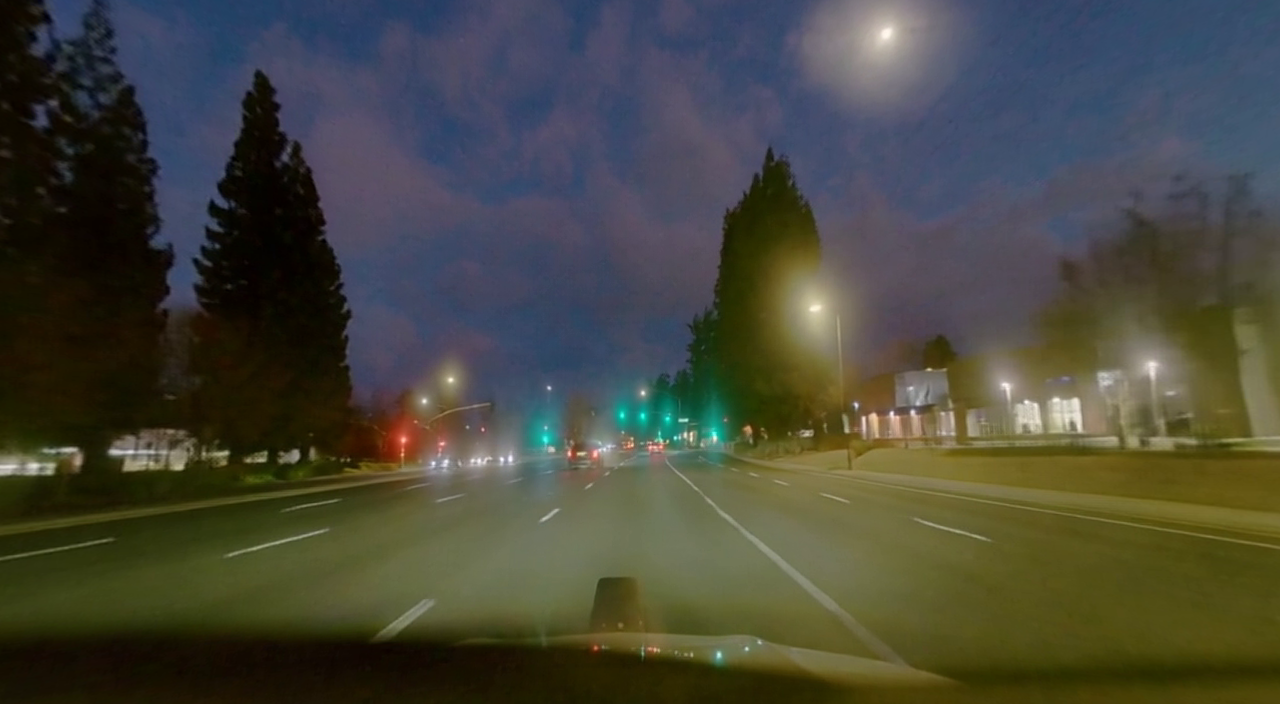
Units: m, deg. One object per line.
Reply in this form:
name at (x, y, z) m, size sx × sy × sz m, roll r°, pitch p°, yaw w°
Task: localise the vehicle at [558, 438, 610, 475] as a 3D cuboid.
vehicle at (-2.685, 5.158, 31.327) m, size 2.121 × 1.656 × 4.559 m, roll 0°, pitch -8°, yaw 1°
